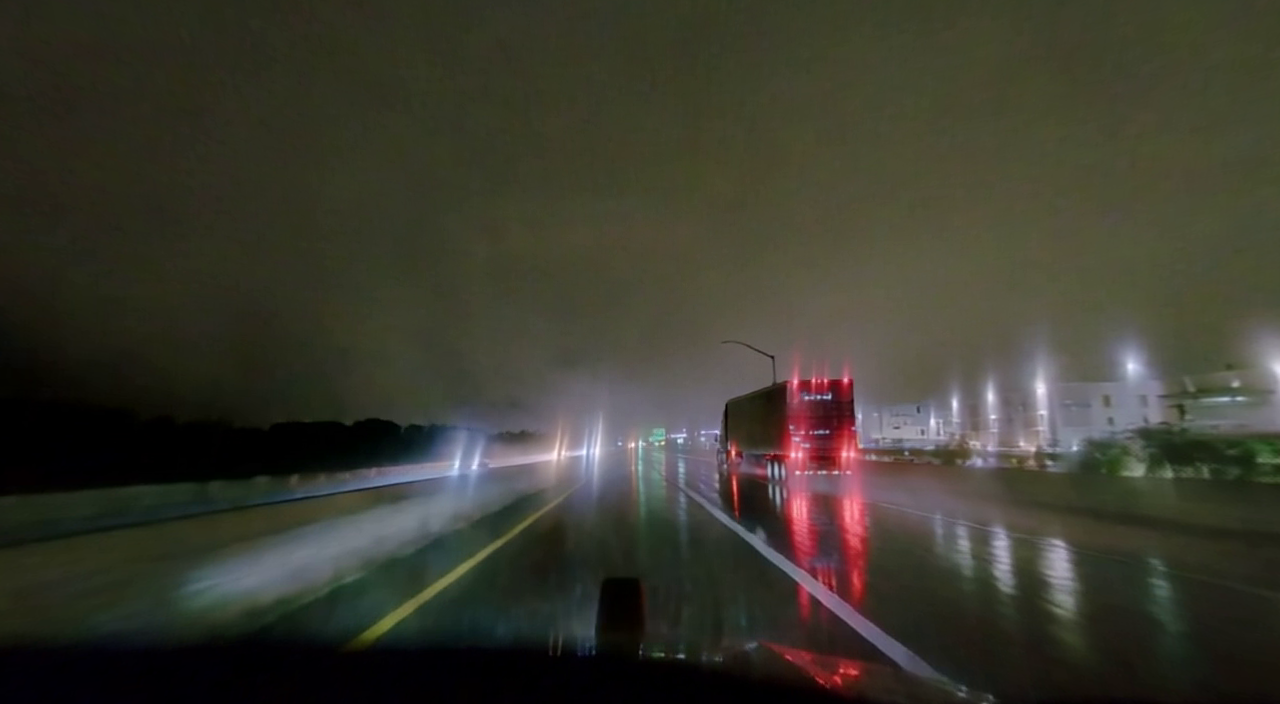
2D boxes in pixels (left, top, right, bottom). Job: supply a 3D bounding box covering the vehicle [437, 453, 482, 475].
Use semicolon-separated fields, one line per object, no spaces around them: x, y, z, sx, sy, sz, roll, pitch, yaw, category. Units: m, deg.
-12.969;8.073;45.592;1.959;1.465;4.601;0;-9;-1;vehicle
